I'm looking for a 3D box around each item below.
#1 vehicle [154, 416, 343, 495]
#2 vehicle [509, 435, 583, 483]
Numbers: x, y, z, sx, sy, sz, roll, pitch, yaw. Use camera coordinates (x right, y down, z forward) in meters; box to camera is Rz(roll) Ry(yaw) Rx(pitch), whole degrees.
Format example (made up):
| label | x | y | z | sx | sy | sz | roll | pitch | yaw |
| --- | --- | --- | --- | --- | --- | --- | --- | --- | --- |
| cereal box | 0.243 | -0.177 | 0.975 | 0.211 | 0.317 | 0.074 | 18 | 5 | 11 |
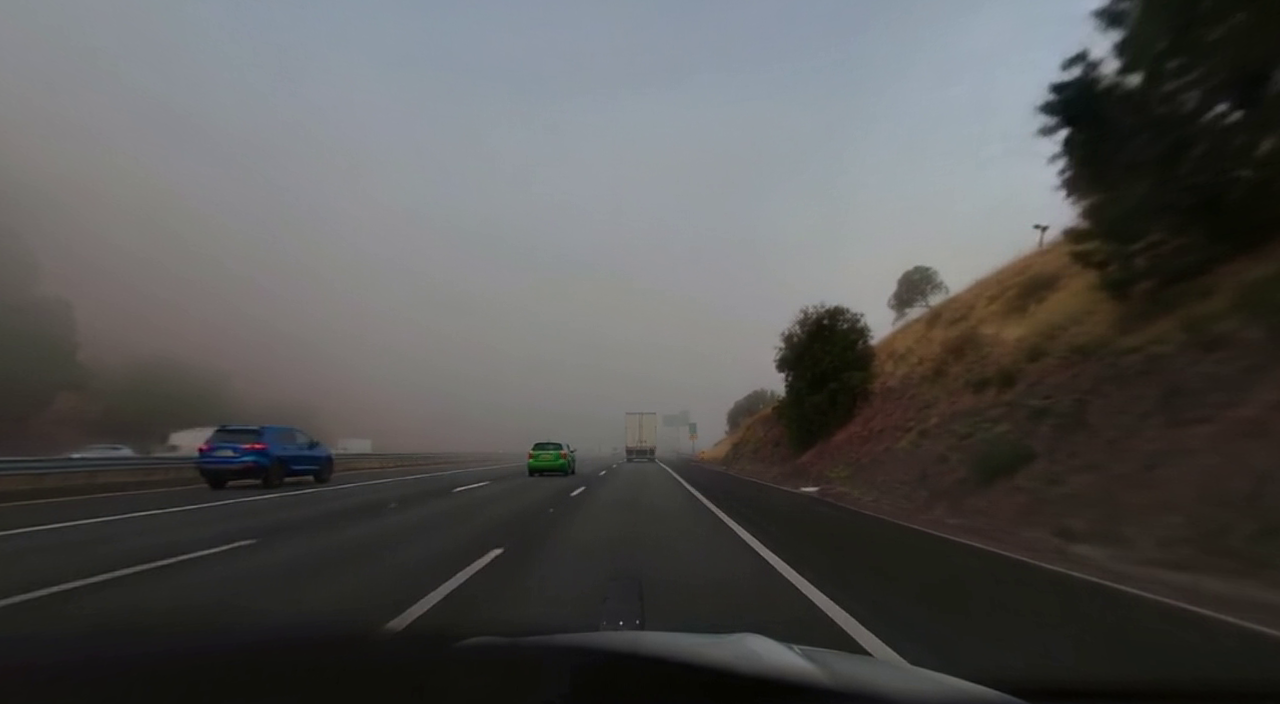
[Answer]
| label | x | y | z | sx | sy | sz | roll | pitch | yaw |
| --- | --- | --- | --- | --- | --- | --- | --- | --- | --- |
| vehicle | -10.882 | 2.945 | 18.124 | 2.111 | 1.906 | 5.028 | 1 | -9 | 1 |
| vehicle | -3.721 | 4.334 | 25.839 | 2.194 | 1.725 | 4.698 | 1 | -9 | 1 |
